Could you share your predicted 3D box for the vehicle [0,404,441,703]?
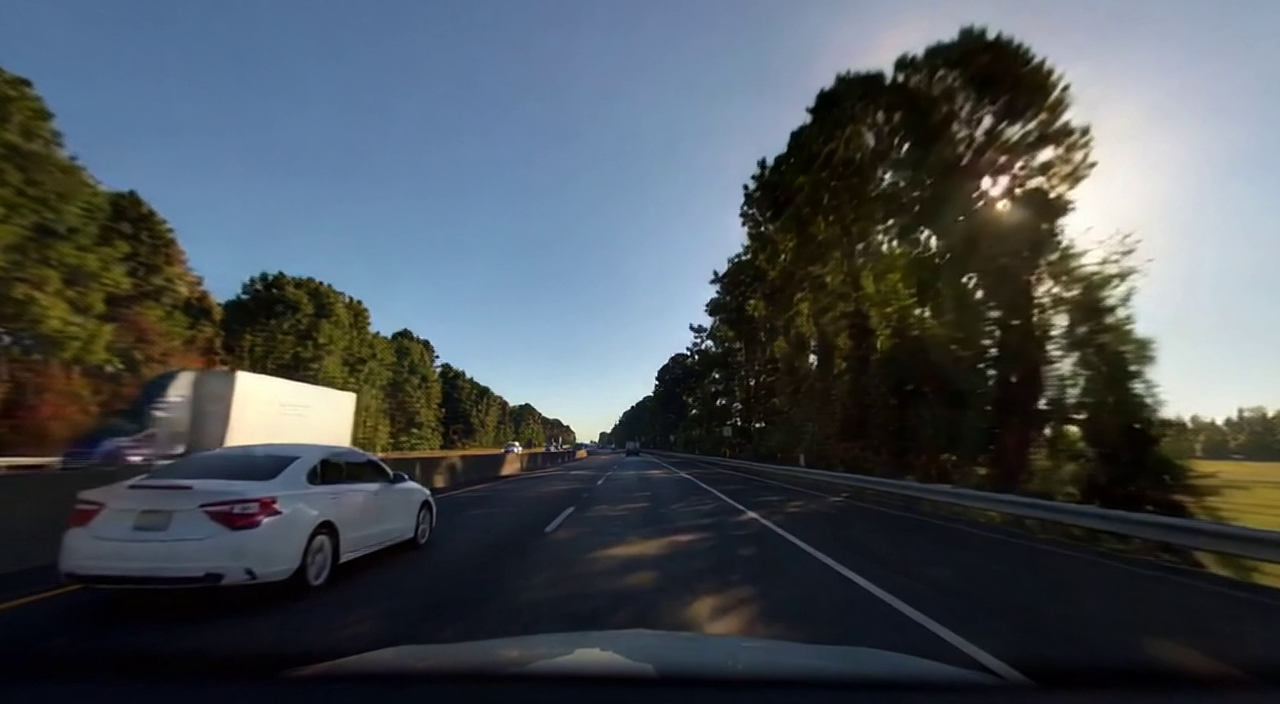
[{"bbox_3d":[-3.318,1.338,5.061,1.977,1.520,4.361,0,-9,0],"label":"vehicle"}]
